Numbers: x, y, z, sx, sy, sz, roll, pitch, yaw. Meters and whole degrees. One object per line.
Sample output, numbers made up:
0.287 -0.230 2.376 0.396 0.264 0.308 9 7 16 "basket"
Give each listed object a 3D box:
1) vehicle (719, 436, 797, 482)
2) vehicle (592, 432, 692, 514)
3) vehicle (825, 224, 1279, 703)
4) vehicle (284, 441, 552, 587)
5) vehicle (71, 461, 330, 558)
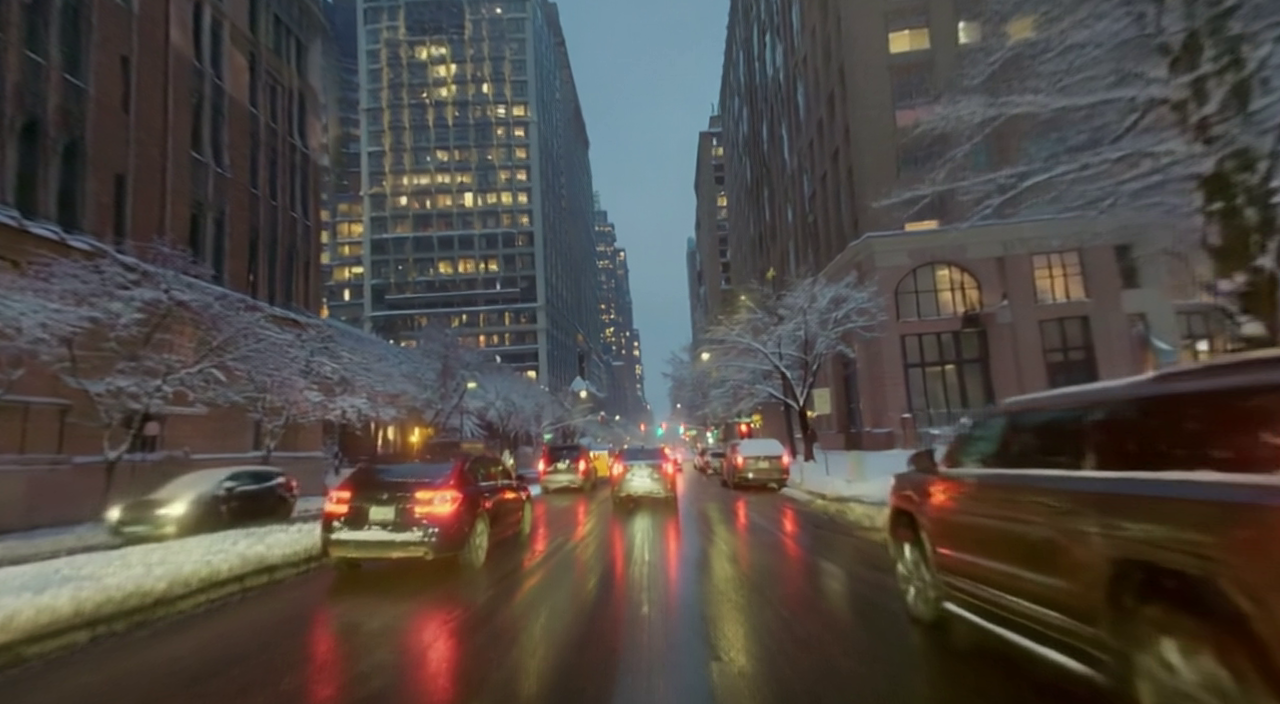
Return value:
4.100 3.744 22.587 2.065 1.461 4.181 0 -8 1 "vehicle"
0.114 2.825 15.200 2.076 1.667 3.948 -1 -8 3 "vehicle"
2.999 0.897 3.682 2.352 1.953 4.798 0 -8 0 "vehicle"
-2.611 2.006 8.770 1.940 1.481 4.376 -1 -8 3 "vehicle"
-8.682 3.095 13.173 1.920 1.492 4.624 1 -8 2 "vehicle"
